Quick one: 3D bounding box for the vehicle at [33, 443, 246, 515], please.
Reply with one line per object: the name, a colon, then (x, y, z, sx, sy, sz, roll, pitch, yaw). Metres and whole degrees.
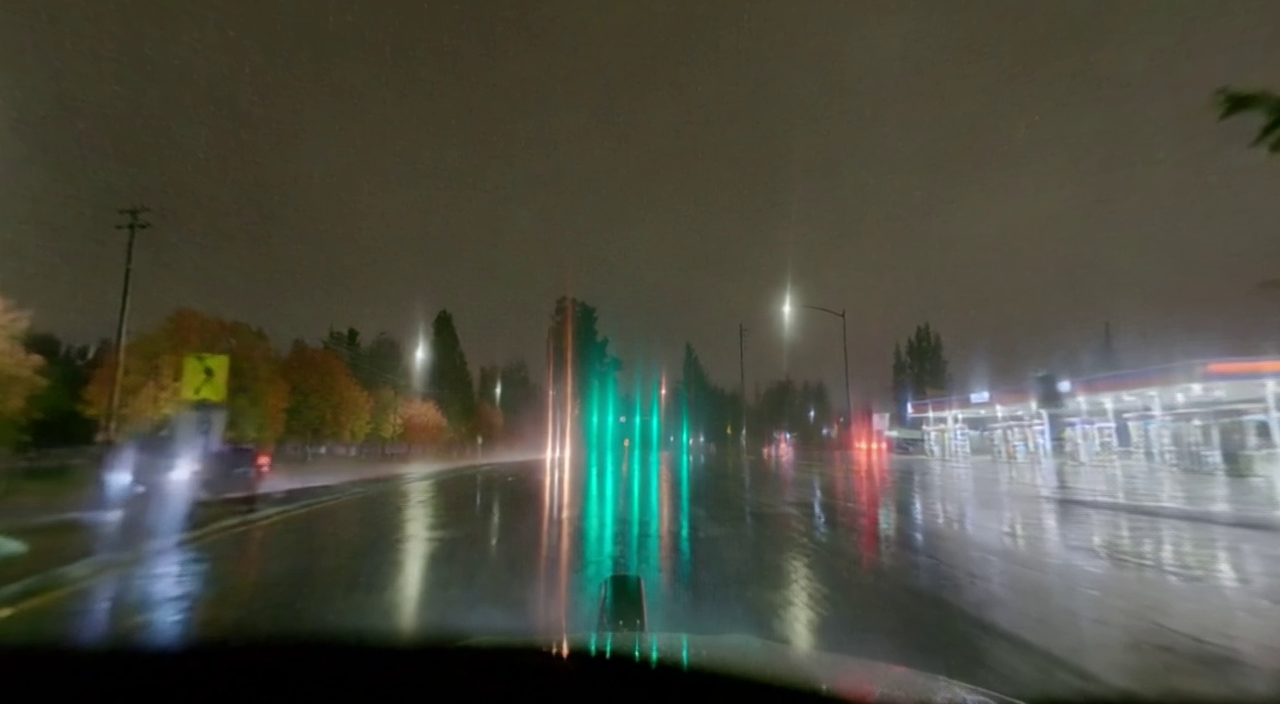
vehicle: (-11.923, 2.995, 15.515, 1.725, 1.507, 4.251, 0, -8, 0)
